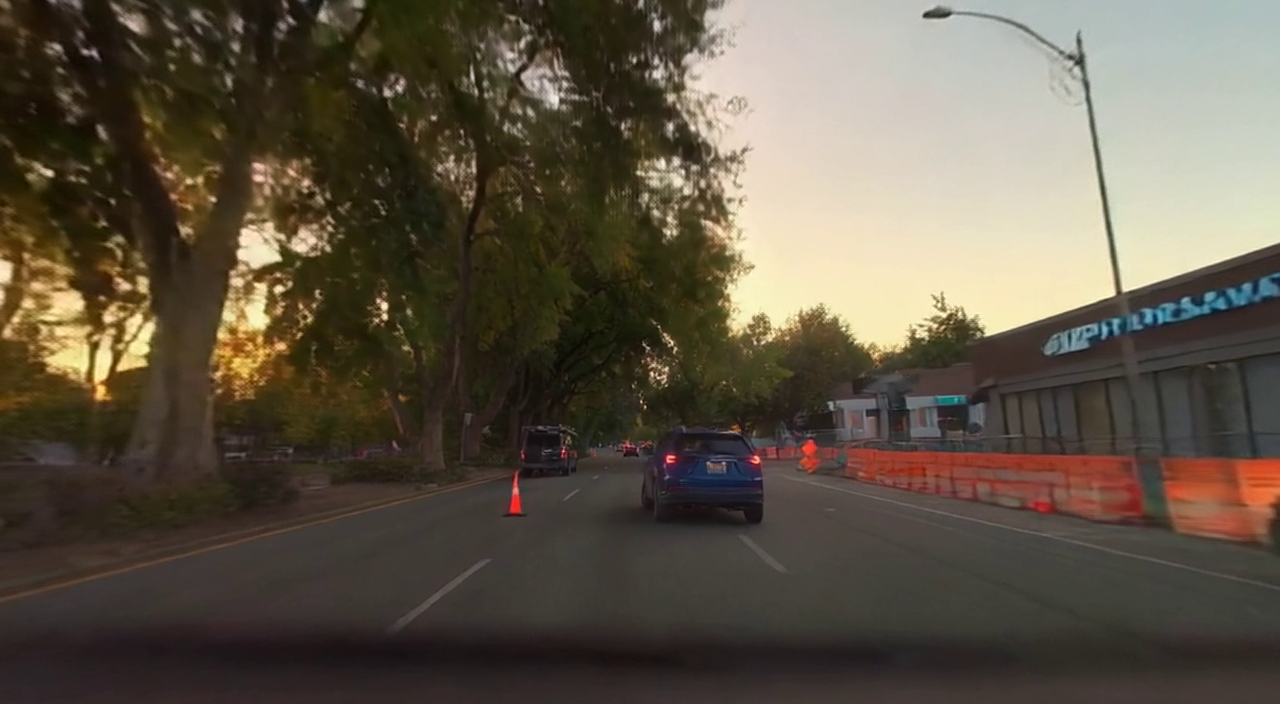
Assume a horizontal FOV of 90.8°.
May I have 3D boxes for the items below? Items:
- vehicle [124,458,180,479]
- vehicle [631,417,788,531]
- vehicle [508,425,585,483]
[{"bbox_3d":[-38.455,9.147,49.875,1.821,1.463,4.434,2,-9,-15],"label":"vehicle"},{"bbox_3d":[1.042,2.180,11.879,2.168,1.725,4.192,0,-8,-4],"label":"vehicle"},{"bbox_3d":[-3.613,4.106,25.651,2.357,2.063,5.488,0,-8,-1],"label":"vehicle"}]
